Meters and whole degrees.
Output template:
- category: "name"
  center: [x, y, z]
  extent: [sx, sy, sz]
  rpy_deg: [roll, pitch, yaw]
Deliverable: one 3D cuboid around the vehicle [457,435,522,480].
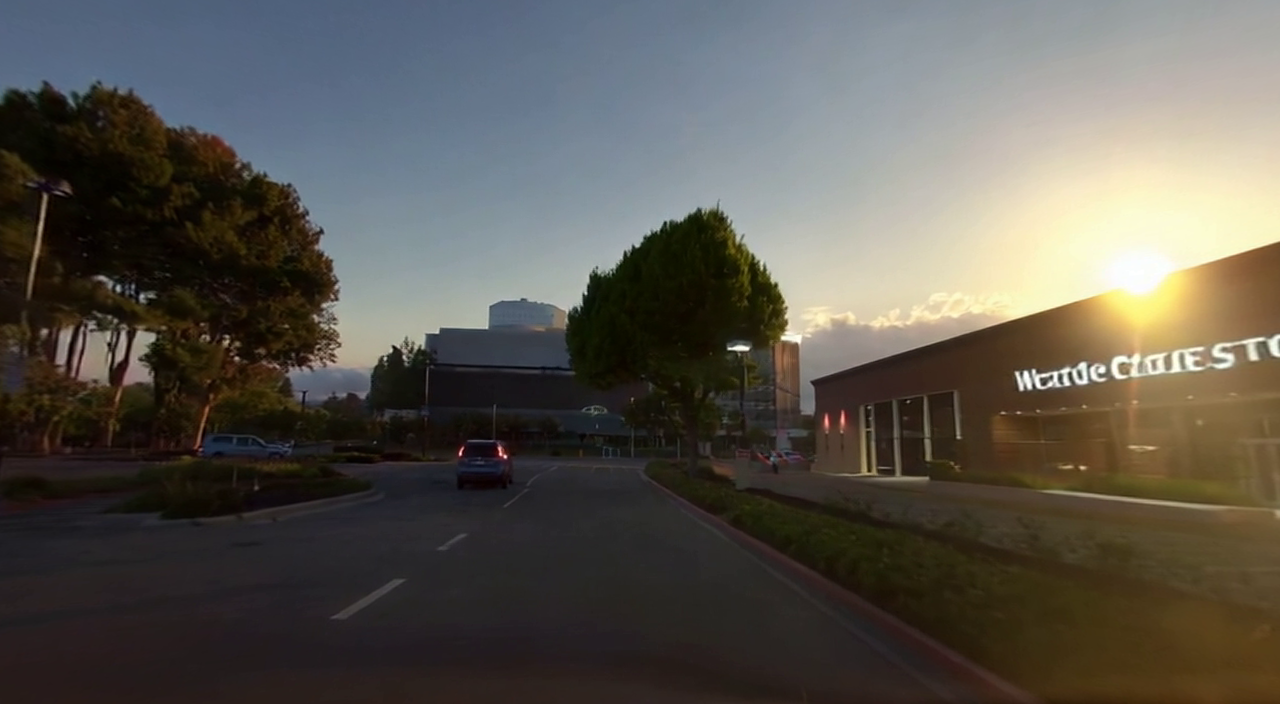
- category: "vehicle"
  center: [-6.598, 4.663, 28.239]
  extent: [2.180, 1.806, 4.541]
  rpy_deg: [1, -8, -5]
